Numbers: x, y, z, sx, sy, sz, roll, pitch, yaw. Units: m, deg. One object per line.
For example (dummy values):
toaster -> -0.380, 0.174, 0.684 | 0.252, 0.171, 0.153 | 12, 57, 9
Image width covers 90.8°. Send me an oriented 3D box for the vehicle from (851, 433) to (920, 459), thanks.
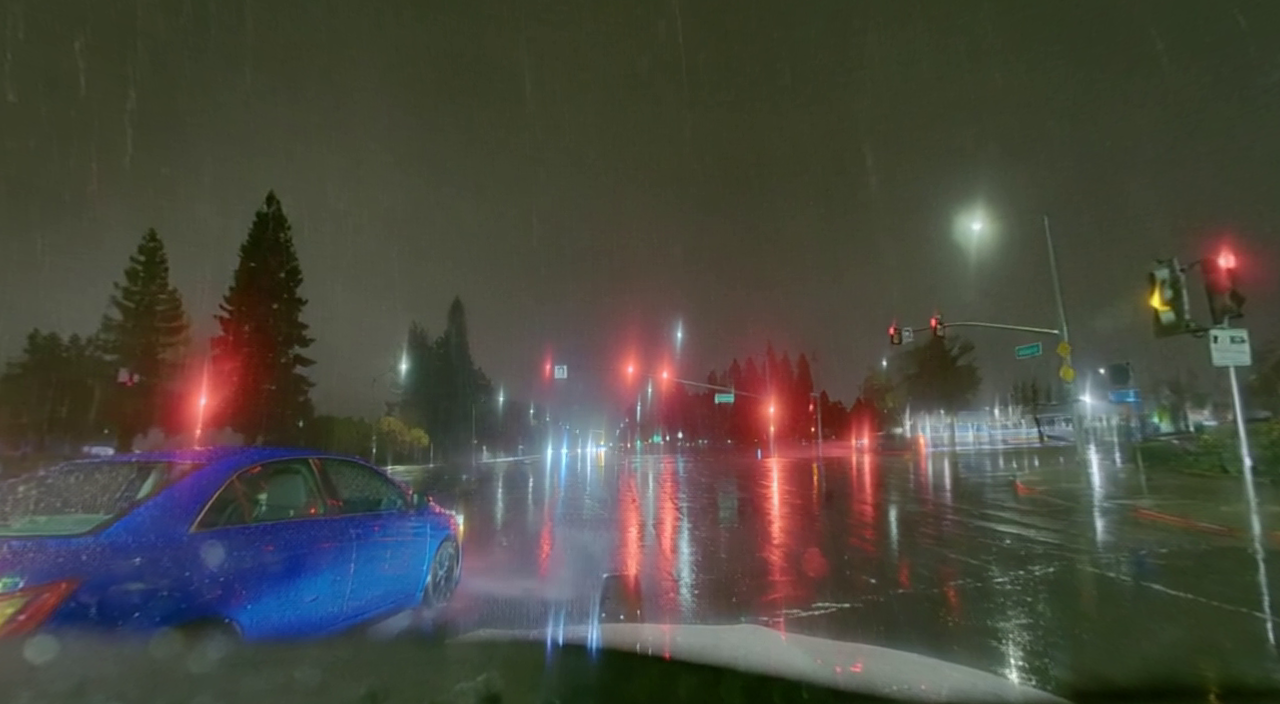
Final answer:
vehicle -> 17.612, 6.735, 45.267 | 4.600, 1.783, 1.970 | 4, -10, -26
